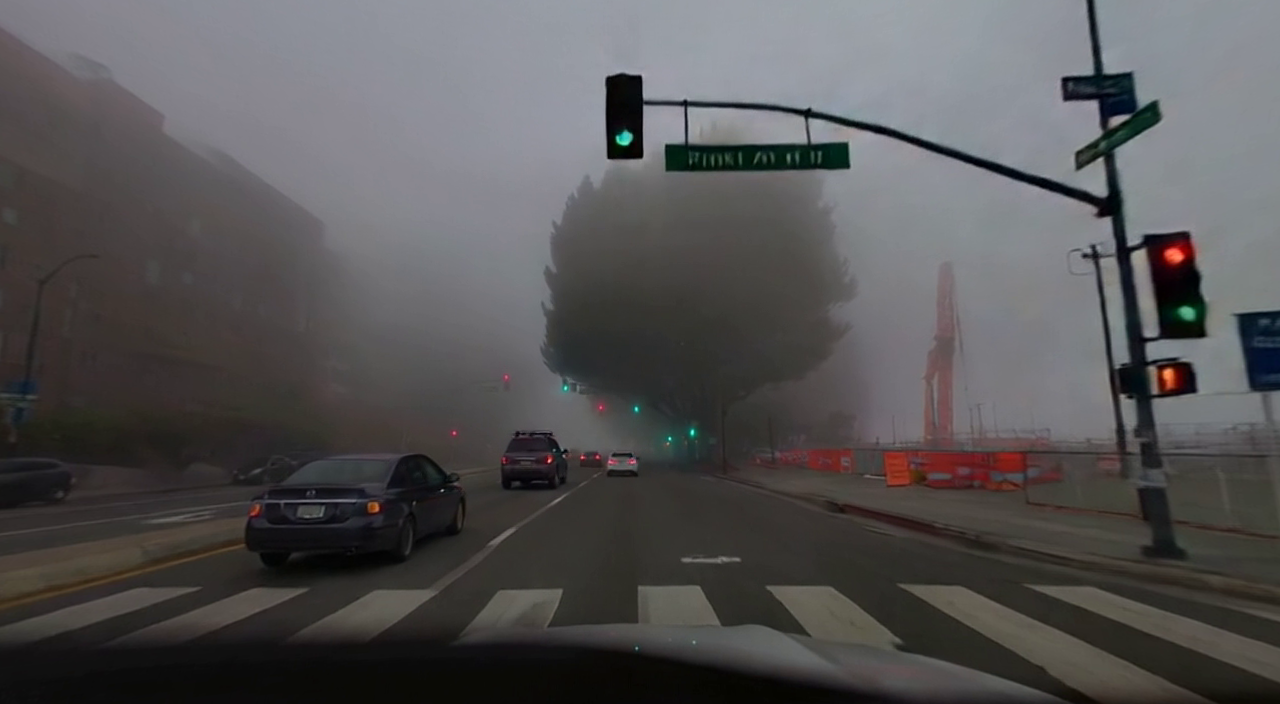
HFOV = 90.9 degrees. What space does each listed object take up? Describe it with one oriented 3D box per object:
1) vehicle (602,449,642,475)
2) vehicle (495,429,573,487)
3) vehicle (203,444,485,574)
[{"bbox_3d":[-0.983,6.311,36.412,2.171,1.422,4.146,0,-9,-1],"label":"vehicle"},{"bbox_3d":[-4.051,4.151,24.928,2.240,2.054,4.662,0,-9,0],"label":"vehicle"},{"bbox_3d":[-3.806,2.069,9.223,1.959,1.406,4.527,0,-9,-1],"label":"vehicle"}]
